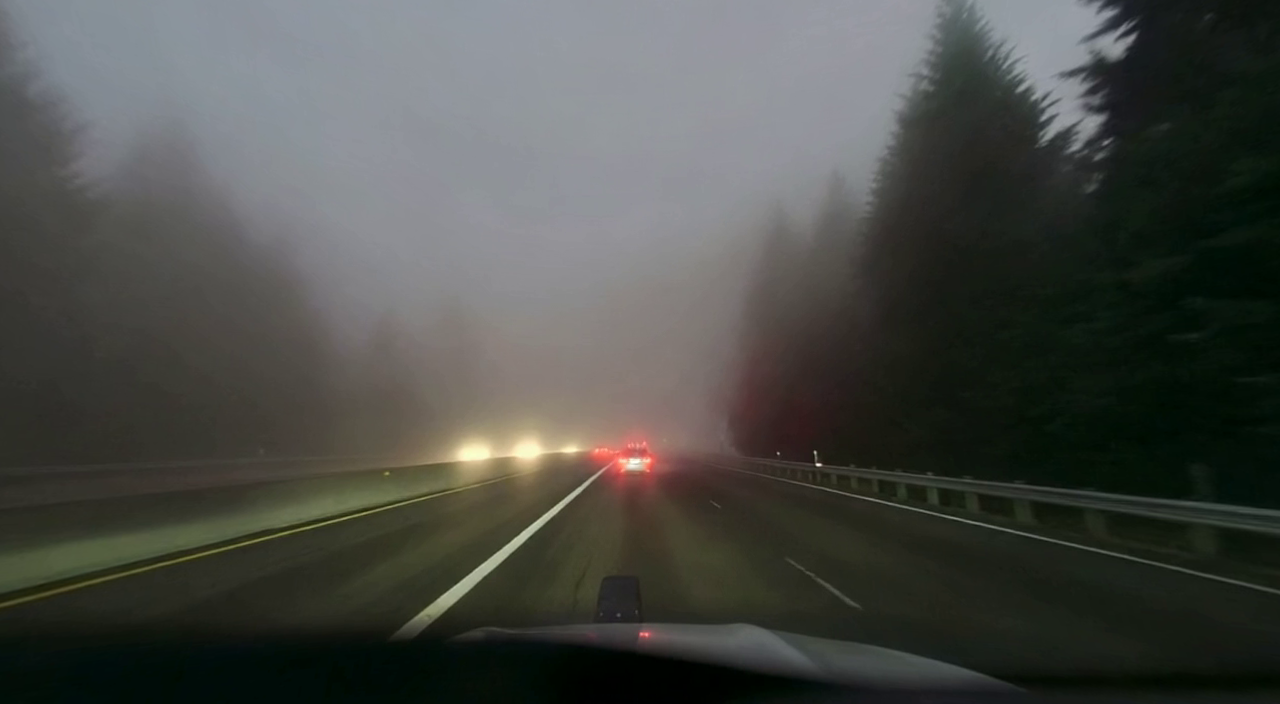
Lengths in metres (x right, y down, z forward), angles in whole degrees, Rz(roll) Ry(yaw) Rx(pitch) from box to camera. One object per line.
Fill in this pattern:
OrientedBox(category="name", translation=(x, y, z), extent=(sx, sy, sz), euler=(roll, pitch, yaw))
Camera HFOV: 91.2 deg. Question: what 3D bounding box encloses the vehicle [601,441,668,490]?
OrientedBox(category="vehicle", translation=(-0.207, 3.850, 21.466), extent=(2.066, 1.490, 3.759), euler=(0, -9, -1))
